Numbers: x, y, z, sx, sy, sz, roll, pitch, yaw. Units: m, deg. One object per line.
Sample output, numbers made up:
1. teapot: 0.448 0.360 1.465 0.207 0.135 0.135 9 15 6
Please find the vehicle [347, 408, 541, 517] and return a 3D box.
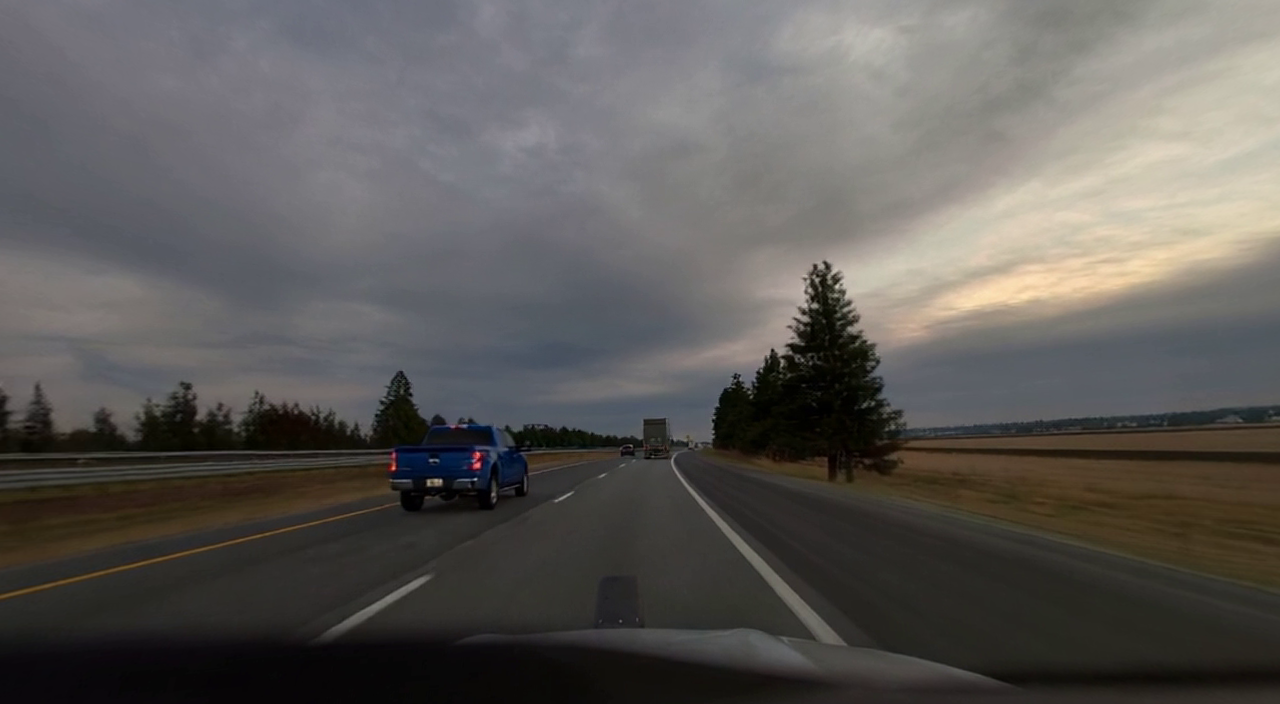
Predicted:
1. vehicle: -3.699 2.241 13.123 2.295 1.815 4.983 0 -9 2
